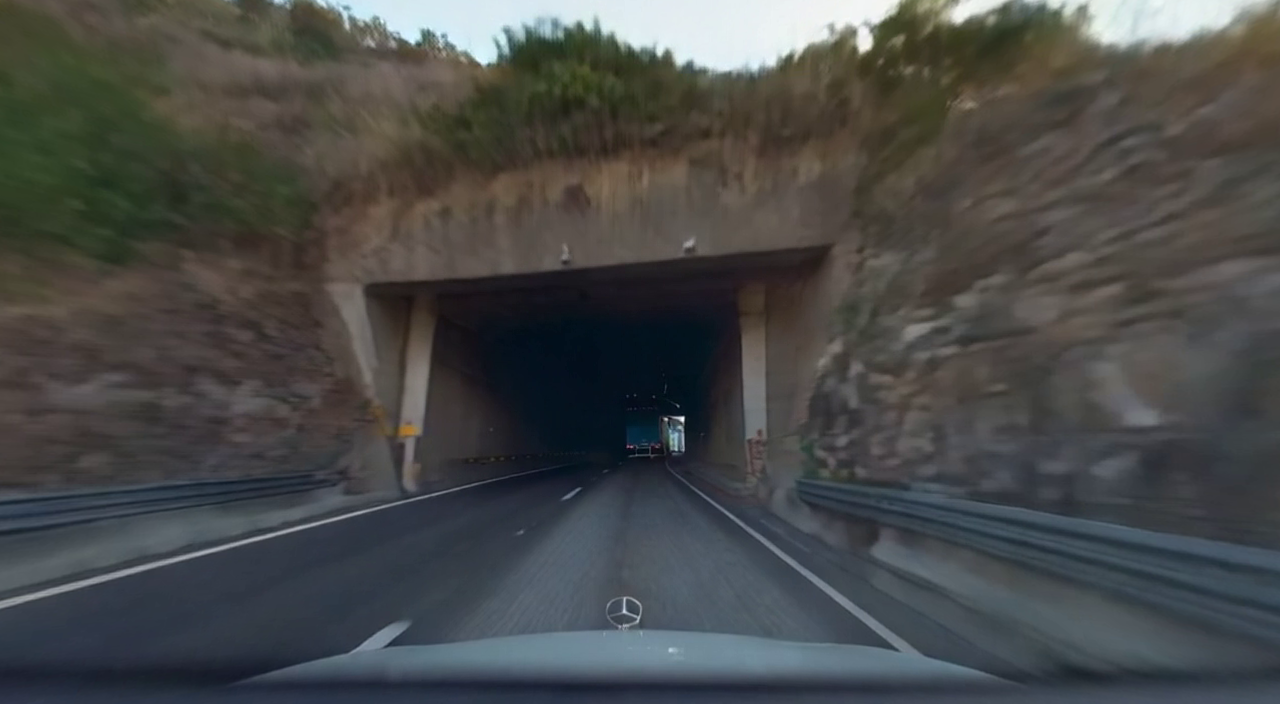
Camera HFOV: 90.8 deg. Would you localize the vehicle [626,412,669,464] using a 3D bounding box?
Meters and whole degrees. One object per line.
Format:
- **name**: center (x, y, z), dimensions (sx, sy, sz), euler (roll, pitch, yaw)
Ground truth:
- **vehicle**: center (0.761, 6.676, 48.374), dimensions (2.915, 3.468, 11.233), euler (-1, -9, 2)
